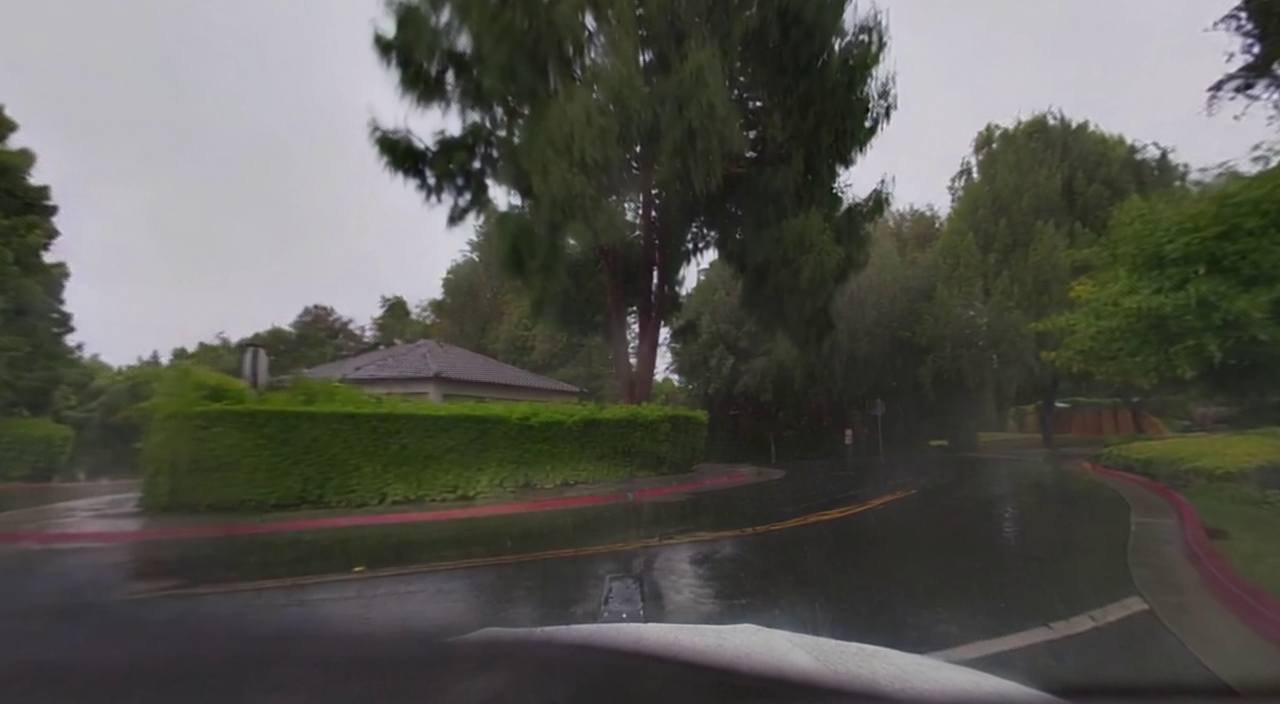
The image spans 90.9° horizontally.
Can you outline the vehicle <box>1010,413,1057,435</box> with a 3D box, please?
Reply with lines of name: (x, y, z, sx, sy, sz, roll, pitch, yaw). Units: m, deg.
vehicle: (28.102, 5.159, 45.127, 1.802, 1.548, 3.501, -2, -7, 15)
